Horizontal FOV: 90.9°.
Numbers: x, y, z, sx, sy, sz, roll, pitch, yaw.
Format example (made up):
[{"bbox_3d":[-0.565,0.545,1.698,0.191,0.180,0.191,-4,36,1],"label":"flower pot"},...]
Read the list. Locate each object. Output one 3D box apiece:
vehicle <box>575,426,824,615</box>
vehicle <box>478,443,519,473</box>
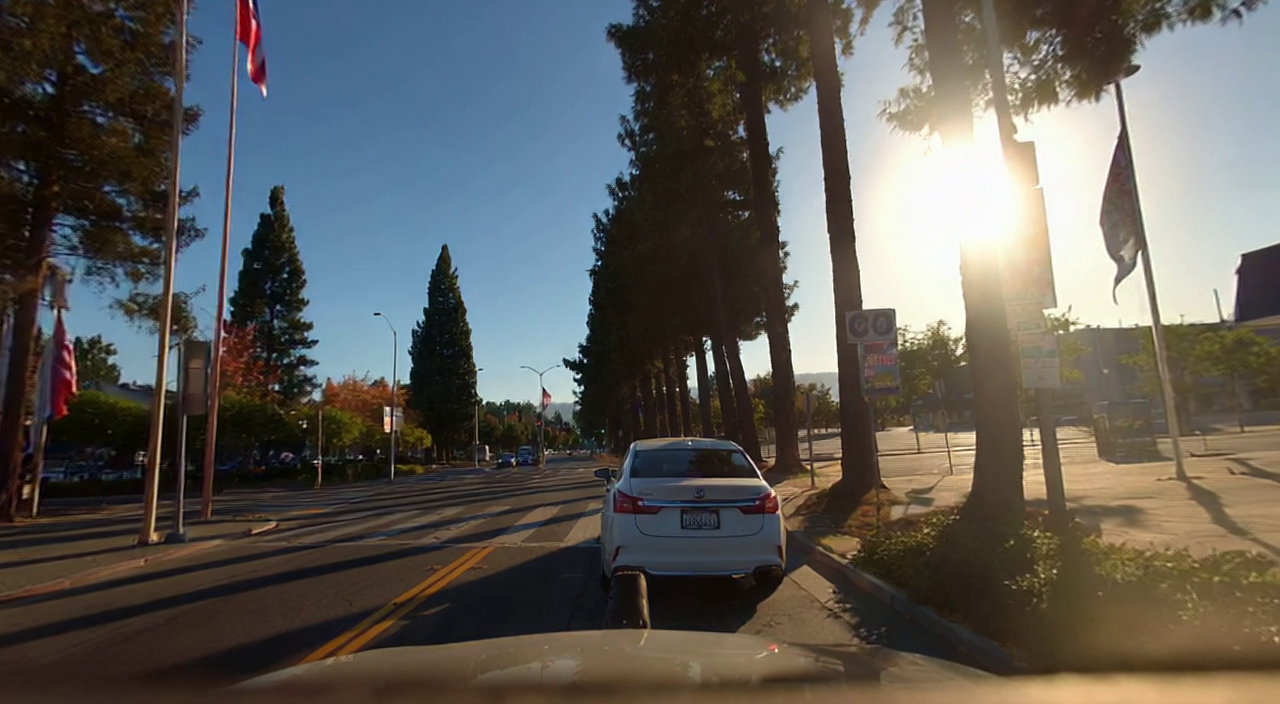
[{"bbox_3d":[0.385,1.624,6.905,1.985,1.463,3.647,0,-9,-3],"label":"vehicle"},{"bbox_3d":[-9.985,7.493,44.750,2.212,1.948,4.537,0,-9,-5],"label":"vehicle"}]
